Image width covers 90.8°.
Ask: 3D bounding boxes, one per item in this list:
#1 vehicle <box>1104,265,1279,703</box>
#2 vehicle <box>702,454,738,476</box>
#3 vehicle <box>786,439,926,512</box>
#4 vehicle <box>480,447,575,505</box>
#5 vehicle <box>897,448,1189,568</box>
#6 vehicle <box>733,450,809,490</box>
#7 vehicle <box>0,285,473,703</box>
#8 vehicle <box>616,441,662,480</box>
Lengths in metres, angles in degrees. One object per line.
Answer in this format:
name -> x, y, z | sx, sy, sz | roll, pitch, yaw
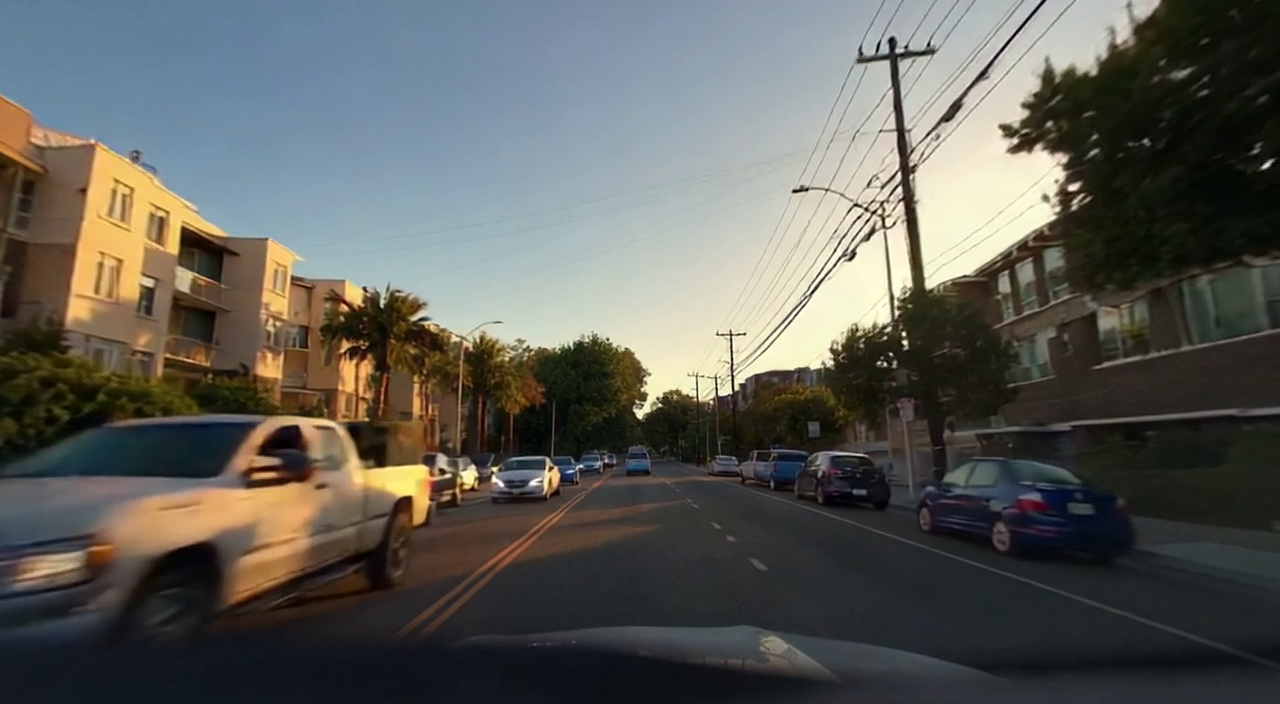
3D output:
vehicle -> 3.029, 0.435, 0.239 | 2.027, 1.907, 4.736 | 0, -8, -1
vehicle -> 5.922, 8.400, 47.312 | 1.943, 1.490, 4.783 | 0, -9, -2
vehicle -> 6.203, 3.582, 18.963 | 2.211, 1.884, 5.031 | 0, -9, -3
vehicle -> -3.215, 3.619, 18.970 | 1.972, 1.498, 4.304 | 0, -8, 2
vehicle -> 6.243, 2.407, 10.612 | 1.964, 1.550, 4.424 | 0, -9, 0
vehicle -> 6.182, 5.641, 30.645 | 2.350, 1.706, 5.901 | 0, -9, -1
vehicle -> -2.665, 1.022, 3.570 | 2.167, 1.761, 4.584 | 0, -8, 0
vehicle -> -0.008, 5.781, 34.080 | 2.308, 1.940, 4.125 | 0, -8, 1
